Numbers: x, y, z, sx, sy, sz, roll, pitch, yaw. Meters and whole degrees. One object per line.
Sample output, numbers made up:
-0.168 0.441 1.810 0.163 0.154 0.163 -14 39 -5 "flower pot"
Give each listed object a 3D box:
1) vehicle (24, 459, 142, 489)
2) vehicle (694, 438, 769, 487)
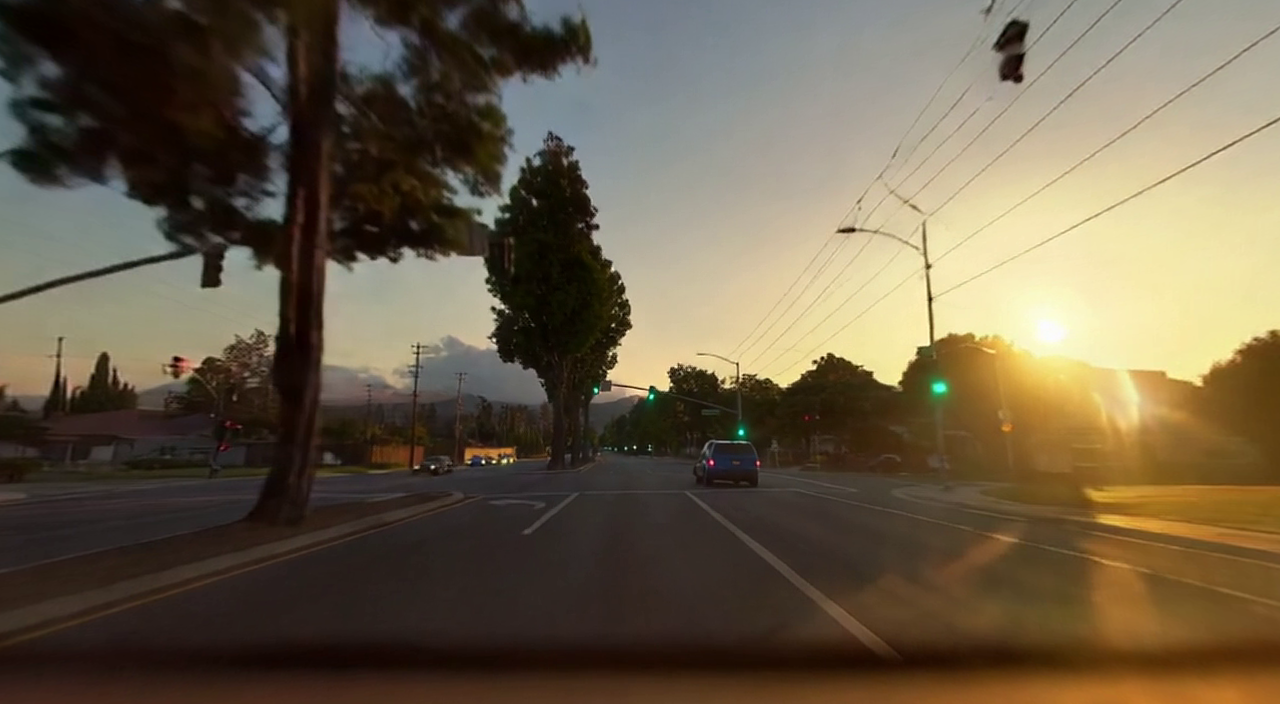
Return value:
-29.972 6.537 34.022 4.447 1.499 1.984 0 -8 -1 "vehicle"
3.561 4.393 25.400 2.240 1.781 4.433 0 -8 -2 "vehicle"
